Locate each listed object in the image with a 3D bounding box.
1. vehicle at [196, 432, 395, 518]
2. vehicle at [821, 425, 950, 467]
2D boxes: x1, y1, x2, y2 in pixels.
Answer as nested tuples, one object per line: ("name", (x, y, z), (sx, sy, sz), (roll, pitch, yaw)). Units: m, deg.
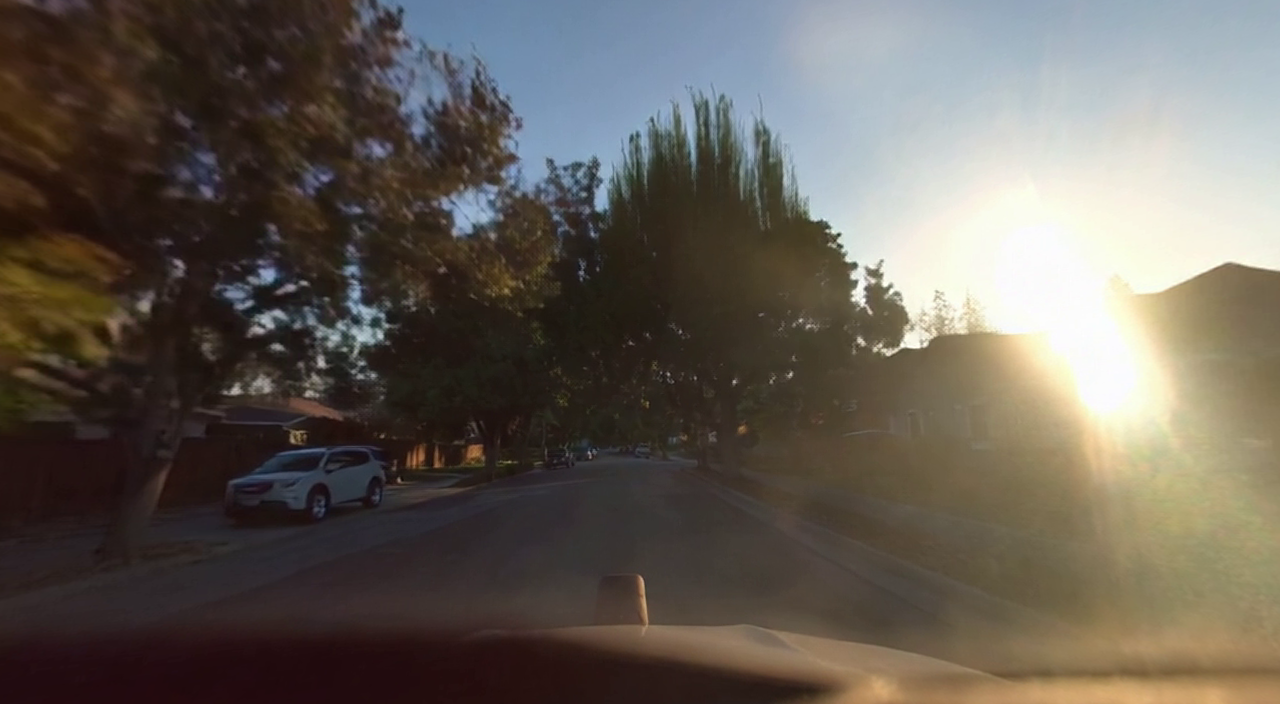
("vehicle", (-8.506, 3.118, 16.357), (2.352, 1.843, 4.979), (-1, -10, 0))
("vehicle", (11.973, 4.606, 31.021), (5.367, 1.953, 2.257), (1, -9, -9))
